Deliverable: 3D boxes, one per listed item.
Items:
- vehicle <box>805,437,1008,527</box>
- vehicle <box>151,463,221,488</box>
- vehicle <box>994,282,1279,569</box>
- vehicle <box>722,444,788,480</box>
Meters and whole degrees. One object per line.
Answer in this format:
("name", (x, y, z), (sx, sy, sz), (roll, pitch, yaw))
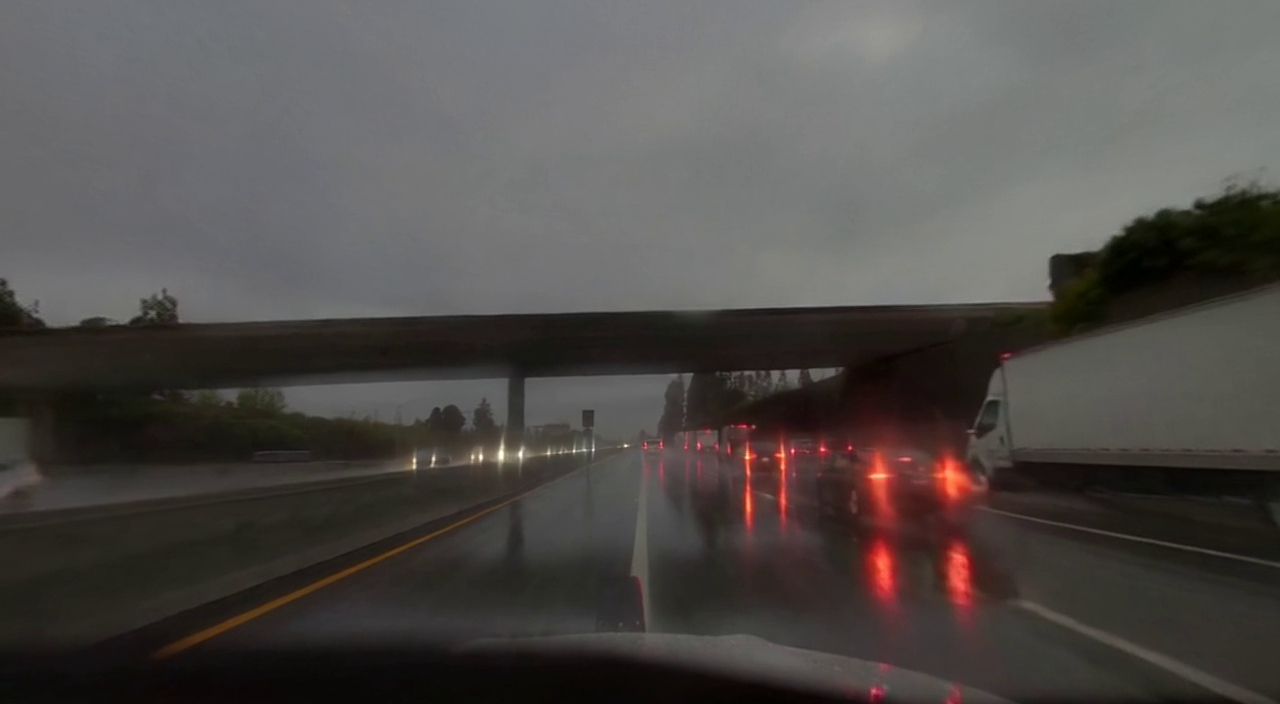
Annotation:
("vehicle", (5.116, 2.547, 13.127), (1.959, 1.483, 5.135), (0, -8, 0))
("vehicle", (-31.654, 8.601, 44.238), (1.829, 1.506, 4.390), (0, -8, -3))
("vehicle", (8.819, 1.004, 8.357), (3.020, 3.240, 8.990), (0, -8, 0))
("vehicle", (4.914, 4.767, 27.663), (1.987, 1.448, 4.356), (0, -8, -1))
